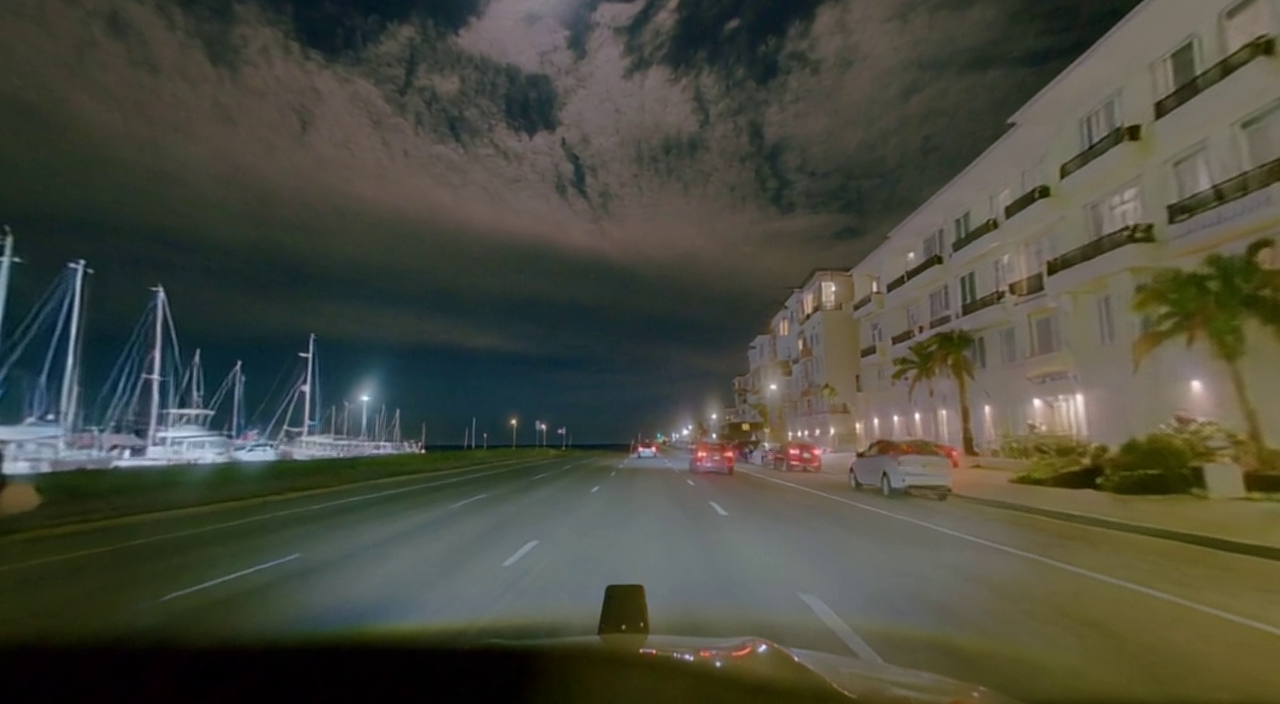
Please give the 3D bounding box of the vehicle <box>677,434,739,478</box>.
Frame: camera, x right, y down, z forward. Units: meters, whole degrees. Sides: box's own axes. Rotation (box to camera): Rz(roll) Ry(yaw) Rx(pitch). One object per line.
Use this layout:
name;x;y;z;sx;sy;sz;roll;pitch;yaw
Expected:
vehicle;2.679;4.201;25.635;2.047;1.640;4.051;0;-8;0

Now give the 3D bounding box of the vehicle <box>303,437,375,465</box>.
vehicle;-17.912;5.900;37.778;1.840;1.522;4.695;-1;-9;2

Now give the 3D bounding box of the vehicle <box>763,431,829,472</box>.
vehicle;8.024;5.172;32.910;2.056;1.896;5.062;0;-8;-1

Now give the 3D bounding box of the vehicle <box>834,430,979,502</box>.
vehicle;7.288;3.154;17.915;2.029;1.750;4.825;0;-8;1
